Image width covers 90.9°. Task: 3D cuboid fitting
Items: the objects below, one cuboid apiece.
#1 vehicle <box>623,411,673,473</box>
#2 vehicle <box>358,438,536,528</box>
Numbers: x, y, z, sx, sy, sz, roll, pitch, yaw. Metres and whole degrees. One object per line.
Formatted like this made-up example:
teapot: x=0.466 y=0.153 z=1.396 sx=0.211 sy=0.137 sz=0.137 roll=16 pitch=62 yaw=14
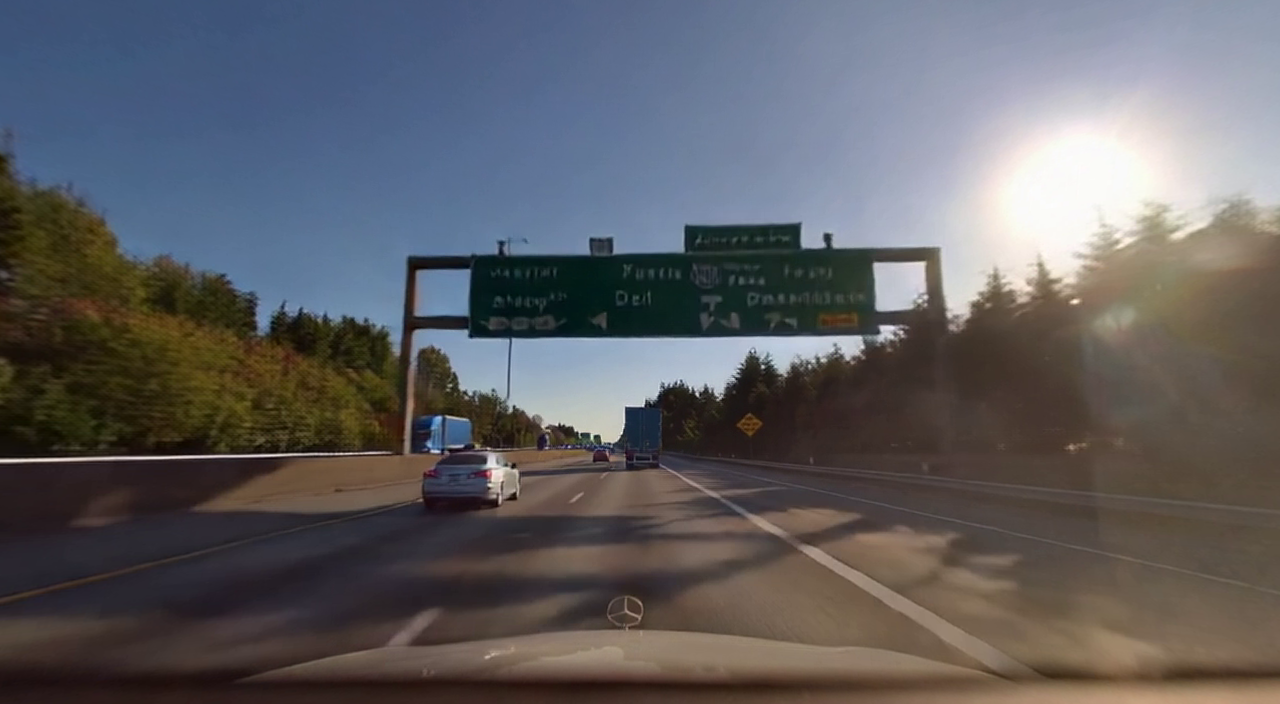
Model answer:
vehicle: x=0.363 y=6.081 z=42.182 sx=2.893 sy=3.628 sz=9.081 roll=0 pitch=-9 yaw=-2
vehicle: x=-3.721 y=2.644 z=13.367 sx=2.114 sy=1.523 sz=5.110 roll=0 pitch=-9 yaw=0
